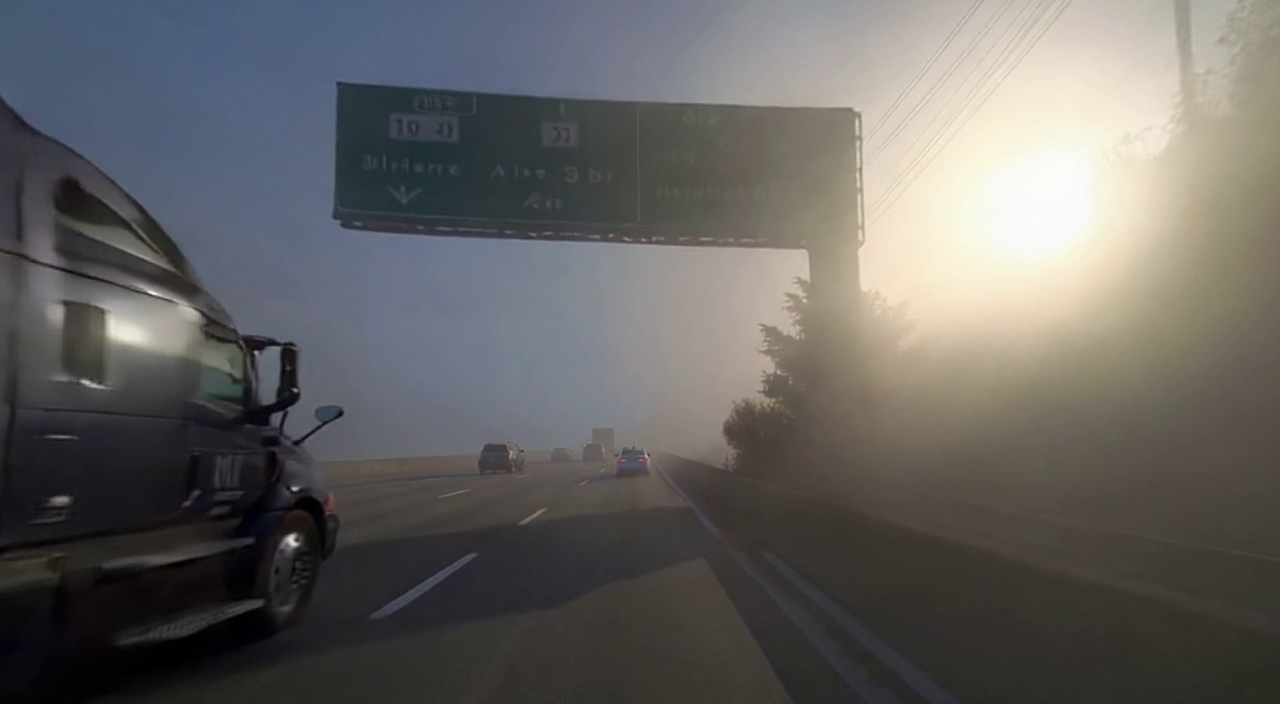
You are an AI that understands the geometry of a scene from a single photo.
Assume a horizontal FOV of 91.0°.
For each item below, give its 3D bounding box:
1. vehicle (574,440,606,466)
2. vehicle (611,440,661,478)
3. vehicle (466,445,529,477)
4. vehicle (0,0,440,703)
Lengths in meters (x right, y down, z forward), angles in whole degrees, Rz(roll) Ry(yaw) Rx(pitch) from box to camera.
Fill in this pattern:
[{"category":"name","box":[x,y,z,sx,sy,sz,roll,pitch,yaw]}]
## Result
[{"category":"vehicle","box":[-3.834,7.829,48.863,2.109,1.840,4.614,0,-9,0]},{"category":"vehicle","box":[-0.176,5.043,29.878,2.178,1.640,4.071,0,-9,0]},{"category":"vehicle","box":[-7.094,5.452,31.795,2.025,1.510,4.582,0,-9,1]},{"category":"vehicle","box":[-3.544,0.005,1.451,3.023,3.246,9.102,0,-9,1]}]
